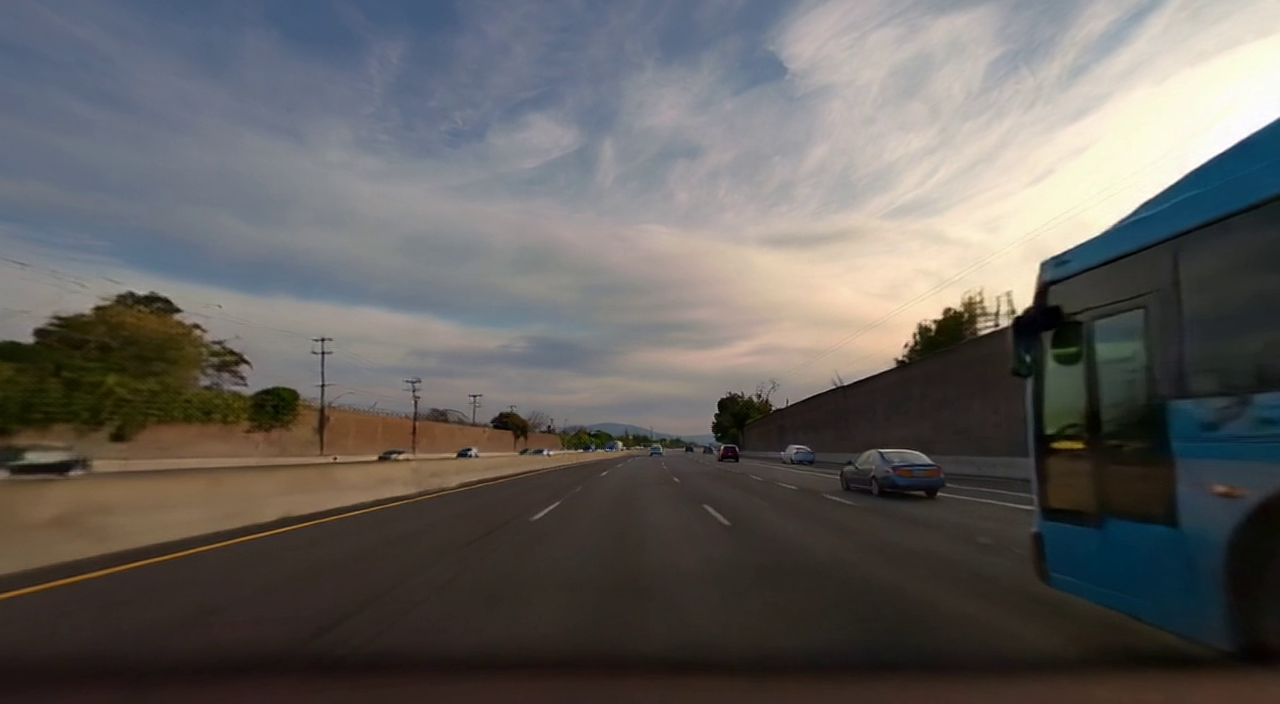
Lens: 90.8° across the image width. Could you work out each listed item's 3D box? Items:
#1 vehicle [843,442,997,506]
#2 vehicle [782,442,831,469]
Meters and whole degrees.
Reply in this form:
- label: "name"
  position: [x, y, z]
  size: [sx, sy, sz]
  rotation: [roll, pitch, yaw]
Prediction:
- label: "vehicle"
  position: [7.362, 3.235, 17.252]
  size: [2.047, 1.479, 4.593]
  rotation: [0, -9, -1]
- label: "vehicle"
  position: [11.418, 7.150, 43.658]
  size: [2.151, 1.734, 4.519]
  rotation: [0, -9, 0]
